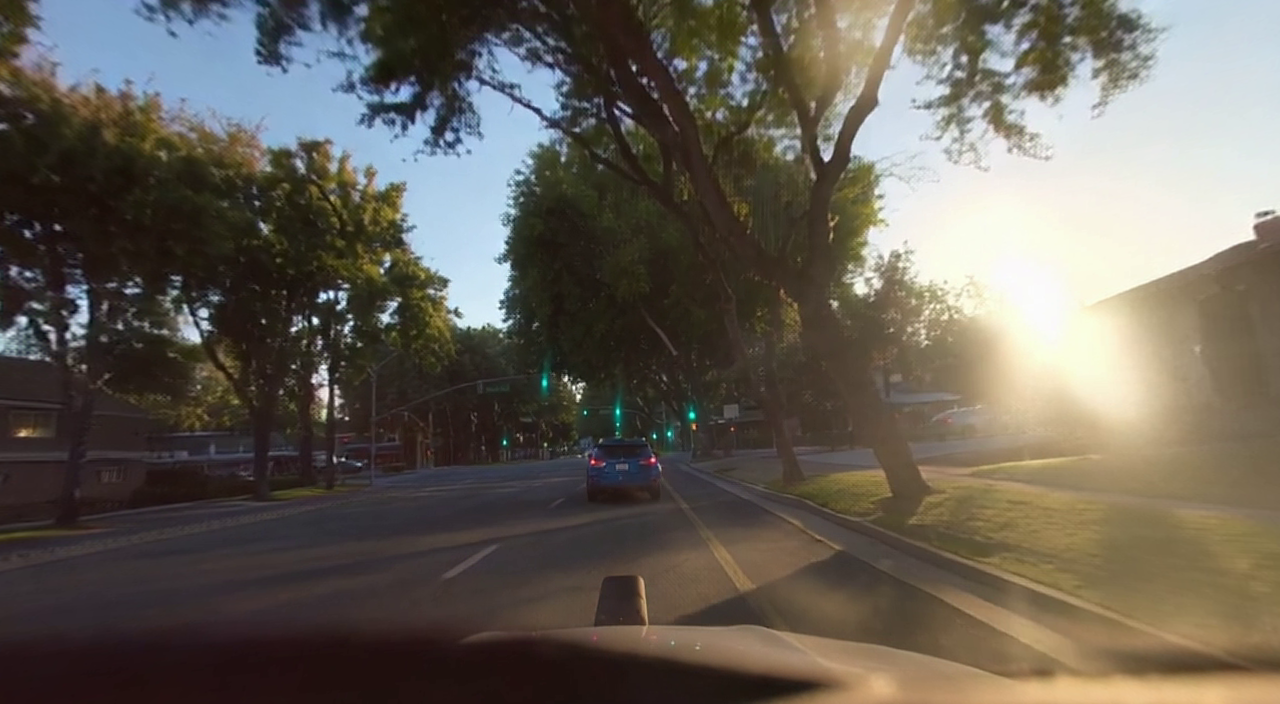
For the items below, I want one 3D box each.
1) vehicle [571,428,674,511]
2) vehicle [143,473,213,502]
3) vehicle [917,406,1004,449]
[{"bbox_3d":[-0.405,2.760,15.253,2.136,1.703,3.910,0,-9,-1],"label":"vehicle"},{"bbox_3d":[-28.601,8.357,39.265,1.771,1.435,4.144,-7,-10,-9],"label":"vehicle"},{"bbox_3d":[16.321,3.977,32.520,2.039,1.990,5.111,-1,-9,4],"label":"vehicle"}]
